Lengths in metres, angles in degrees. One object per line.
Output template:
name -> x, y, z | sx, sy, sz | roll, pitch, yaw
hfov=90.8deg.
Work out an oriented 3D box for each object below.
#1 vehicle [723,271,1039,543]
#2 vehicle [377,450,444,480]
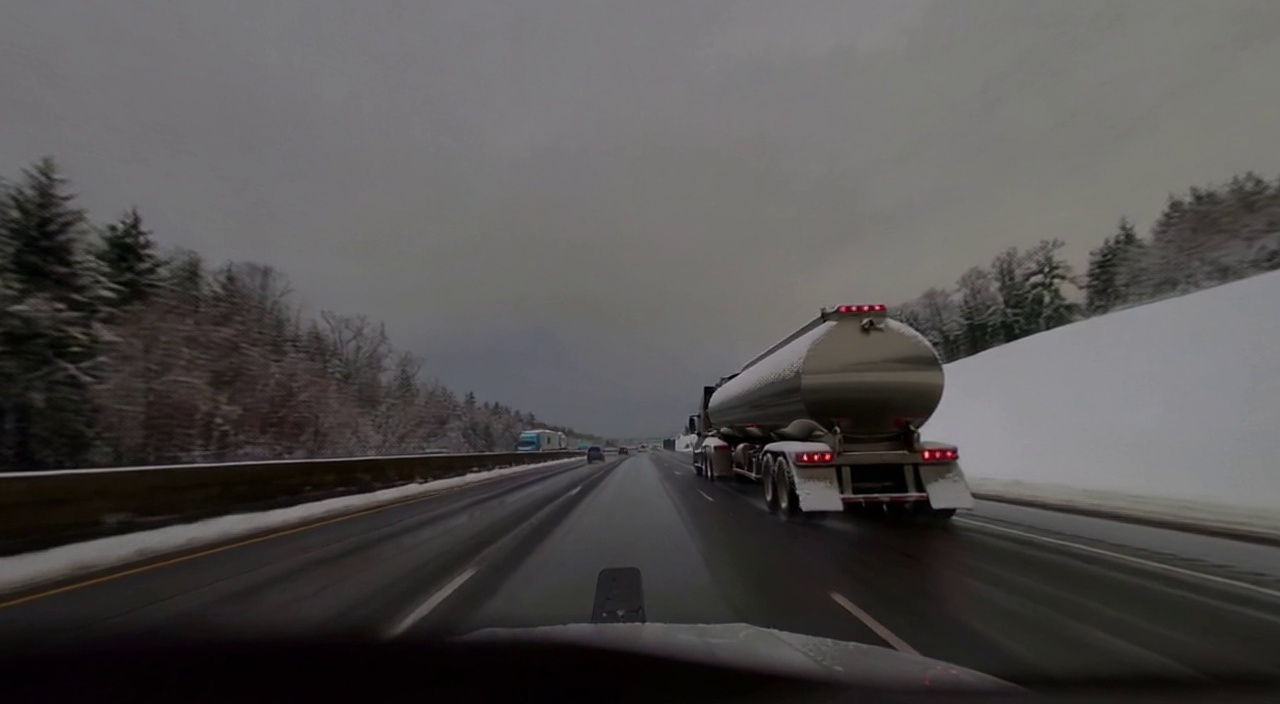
vehicle -> 3.890, 1.450, 13.506 | 2.759, 3.734, 9.708 | 0, -9, -1
vehicle -> -11.490, 5.671, 31.895 | 1.820, 1.432, 3.977 | 0, -9, 1
